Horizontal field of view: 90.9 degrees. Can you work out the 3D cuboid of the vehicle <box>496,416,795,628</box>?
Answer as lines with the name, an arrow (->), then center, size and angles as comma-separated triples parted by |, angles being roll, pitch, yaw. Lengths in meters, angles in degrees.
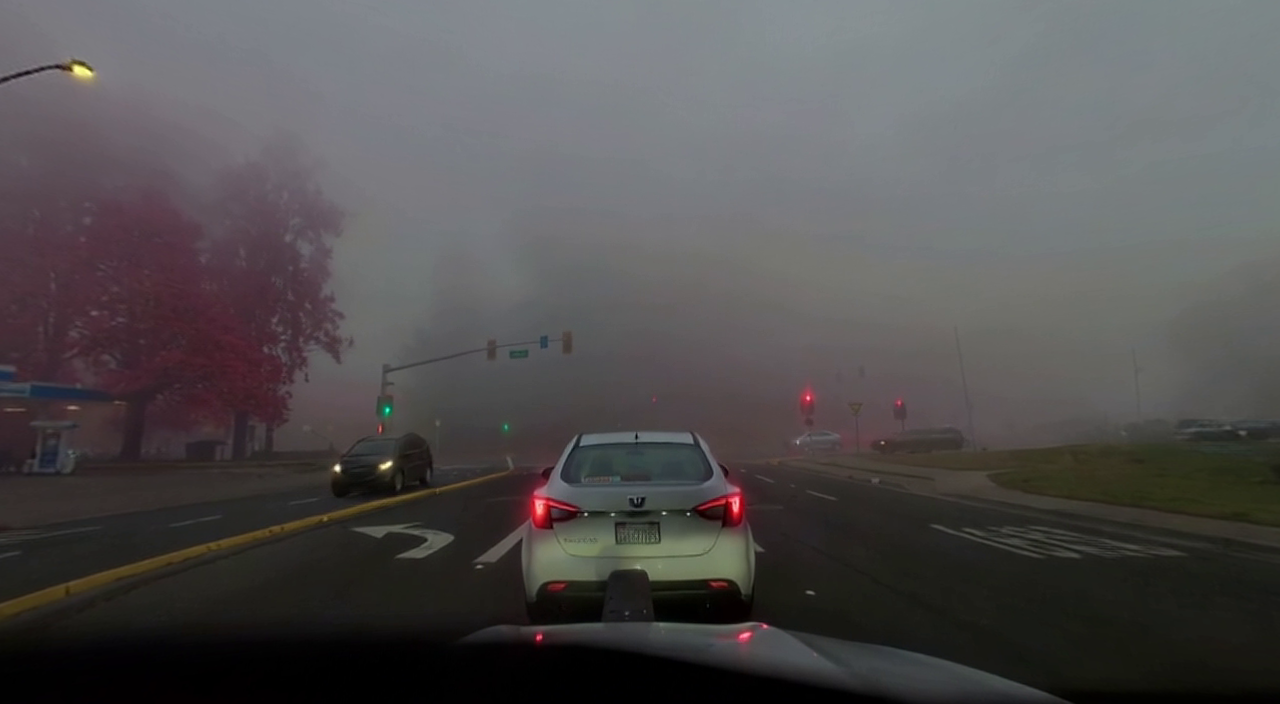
vehicle -> 0.019, 1.494, 6.558 | 2.112, 1.482, 4.057 | 0, -8, -1

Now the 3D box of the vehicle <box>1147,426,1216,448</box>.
vehicle -> 40.979, 6.447, 47.745 | 3.573, 1.432, 1.604 | -3, -7, 1

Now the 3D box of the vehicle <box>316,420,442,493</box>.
vehicle -> -8.372, 3.393, 20.868 | 2.378, 2.084, 5.225 | 1, -8, -6

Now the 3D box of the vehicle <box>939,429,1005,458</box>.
vehicle -> 18.382, 5.057, 34.862 | 2.053, 1.495, 4.091 | -8, -11, 44

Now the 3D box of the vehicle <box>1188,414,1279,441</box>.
vehicle -> 36.318, 4.657, 38.474 | 1.848, 1.581, 4.475 | -1, -8, 3

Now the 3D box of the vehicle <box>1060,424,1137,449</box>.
vehicle -> 34.784, 6.438, 47.870 | 4.294, 1.557, 1.744 | -4, -7, 1
